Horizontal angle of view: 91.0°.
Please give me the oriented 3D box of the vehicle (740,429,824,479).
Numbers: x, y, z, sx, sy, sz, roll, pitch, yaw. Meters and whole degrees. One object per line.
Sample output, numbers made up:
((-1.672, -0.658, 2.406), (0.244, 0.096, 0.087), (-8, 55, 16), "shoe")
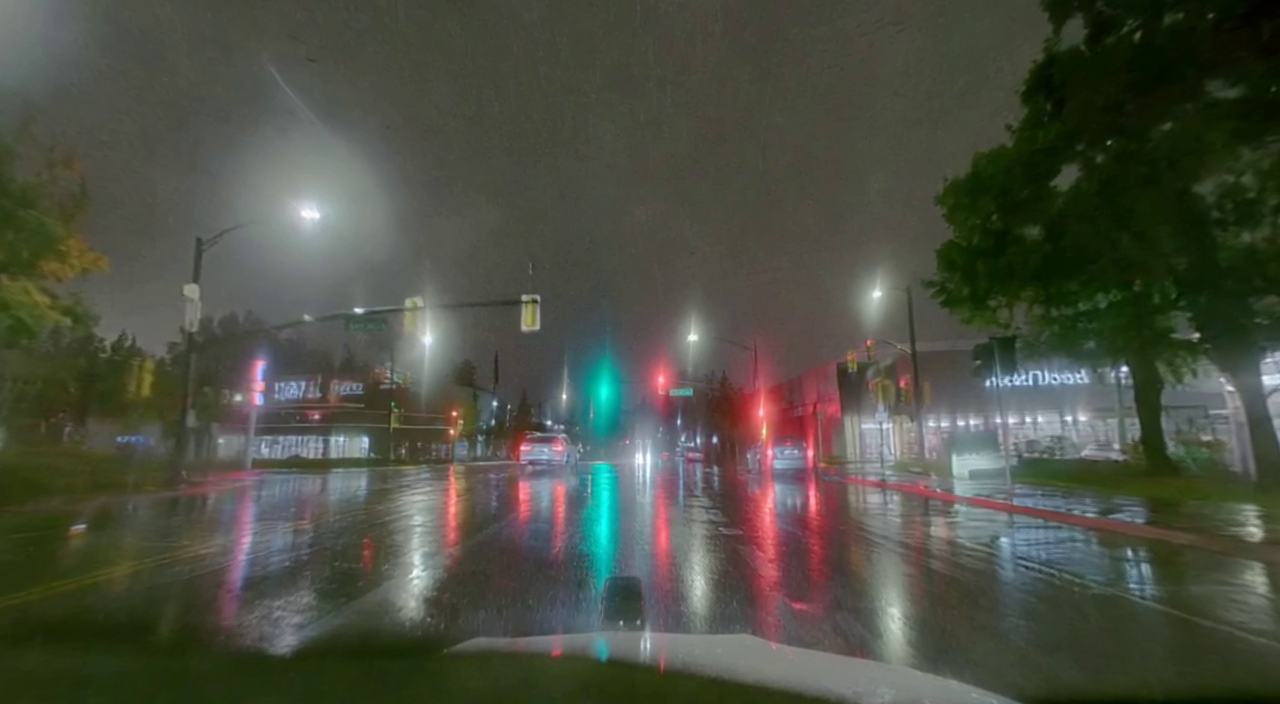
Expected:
((5.033, 3.703, 23.054), (2.039, 1.655, 4.495), (0, -9, 0), "vehicle")

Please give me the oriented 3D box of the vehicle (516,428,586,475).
((-3.300, 3.786, 24.121), (1.947, 1.627, 4.248), (0, -9, 1), "vehicle")
